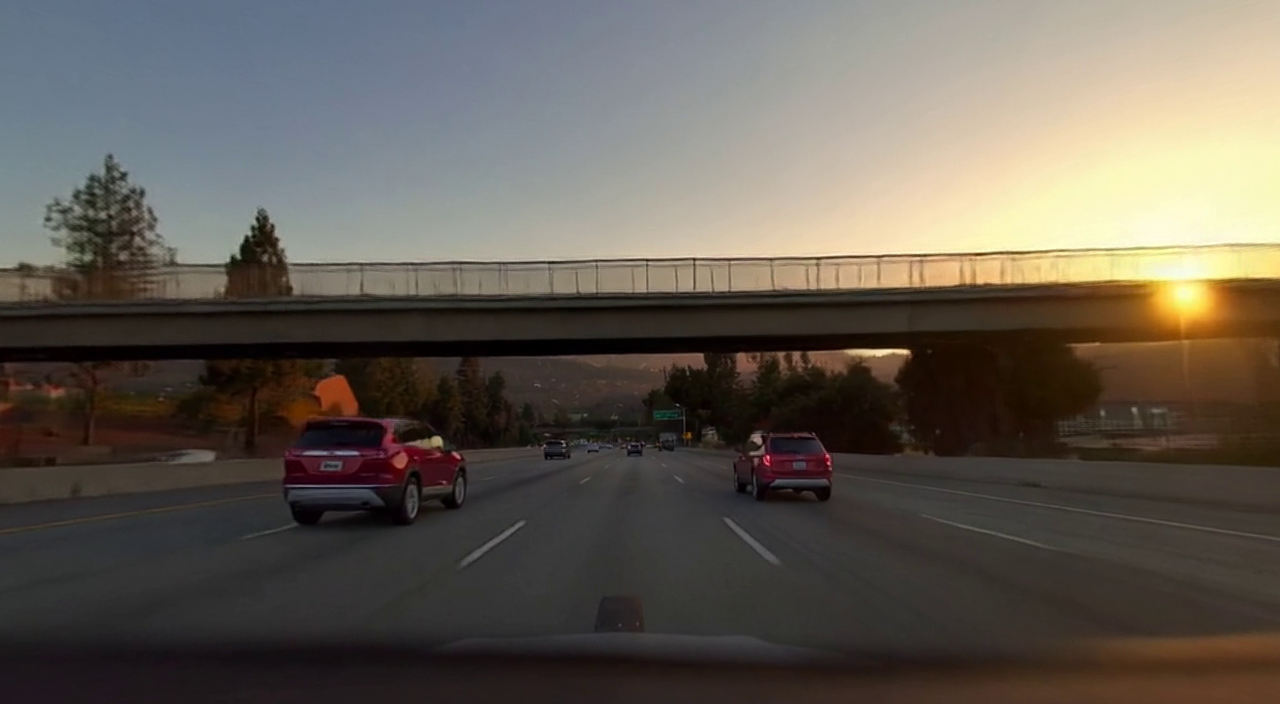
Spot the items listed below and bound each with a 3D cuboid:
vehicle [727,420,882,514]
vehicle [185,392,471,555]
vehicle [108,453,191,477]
[{"bbox_3d":[3.417,2.499,14.199,2.185,1.749,4.477,0,-8,-1],"label":"vehicle"},{"bbox_3d":[-4.252,1.759,9.750,2.018,1.872,4.728,0,-8,-1],"label":"vehicle"},{"bbox_3d":[-33.252,7.667,42.990,1.831,1.478,4.762,0,-8,0],"label":"vehicle"}]
